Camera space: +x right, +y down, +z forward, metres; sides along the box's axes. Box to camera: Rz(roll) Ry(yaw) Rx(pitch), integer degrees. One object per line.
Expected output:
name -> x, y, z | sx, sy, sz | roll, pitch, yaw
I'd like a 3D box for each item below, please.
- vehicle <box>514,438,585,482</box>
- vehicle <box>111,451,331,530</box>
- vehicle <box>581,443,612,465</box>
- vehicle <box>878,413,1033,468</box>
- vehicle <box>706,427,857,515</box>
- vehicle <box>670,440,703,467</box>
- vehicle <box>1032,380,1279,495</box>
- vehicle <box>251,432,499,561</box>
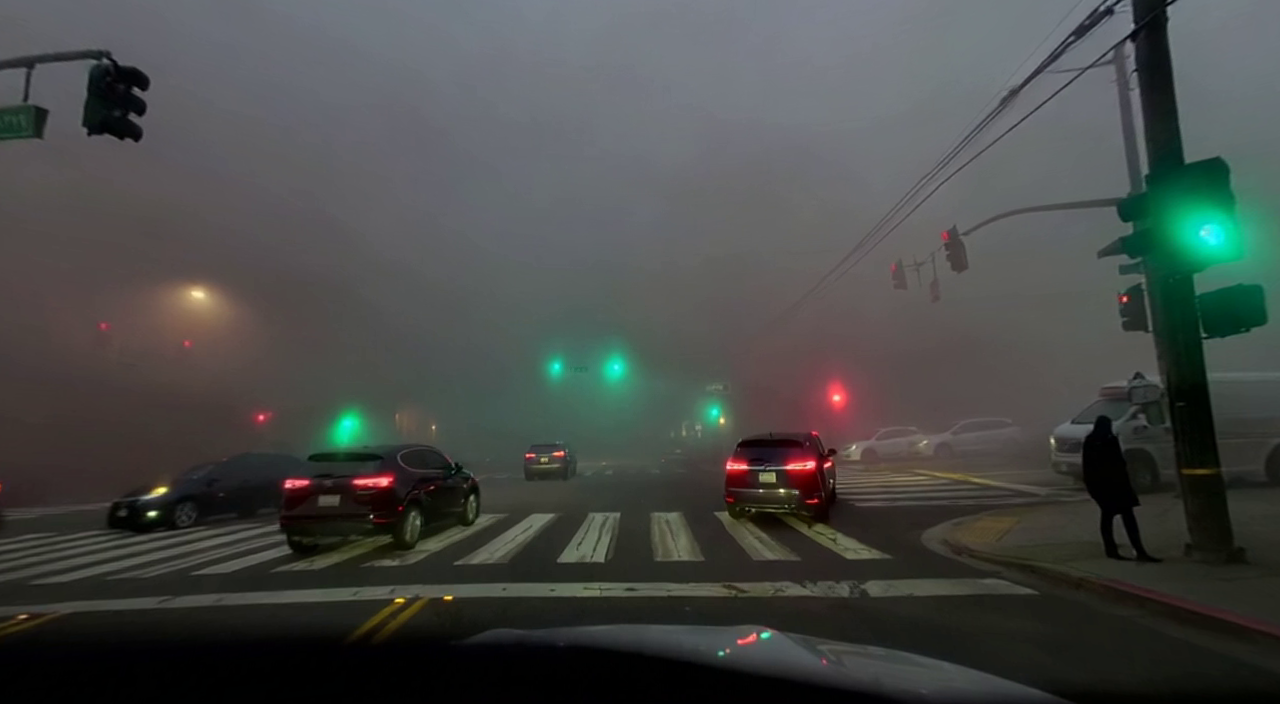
vehicle -> -3.316, 4.076, 24.074 | 1.916, 1.487, 4.535 | 0, -8, 2
vehicle -> -9.239, 3.048, 14.495 | 1.922, 1.457, 4.494 | 0, -8, 1
vehicle -> -3.141, 7.375, 45.856 | 1.888, 1.489, 3.863 | 0, -8, 1
vehicle -> 12.603, 3.568, 25.465 | 5.004, 1.771, 2.159 | -4, -8, 1
vehicle -> 3.147, 2.388, 13.210 | 2.153, 1.480, 4.540 | -4, -9, 24
vehicle -> 3.193, 7.042, 44.042 | 1.924, 1.765, 3.954 | 0, -8, -2
vehicle -> 11.907, 1.811, 13.411 | 5.523, 2.219, 2.251 | 0, -8, 1
vehicle -> -3.530, 1.969, 9.278 | 1.973, 1.496, 3.713 | 0, -8, 1
